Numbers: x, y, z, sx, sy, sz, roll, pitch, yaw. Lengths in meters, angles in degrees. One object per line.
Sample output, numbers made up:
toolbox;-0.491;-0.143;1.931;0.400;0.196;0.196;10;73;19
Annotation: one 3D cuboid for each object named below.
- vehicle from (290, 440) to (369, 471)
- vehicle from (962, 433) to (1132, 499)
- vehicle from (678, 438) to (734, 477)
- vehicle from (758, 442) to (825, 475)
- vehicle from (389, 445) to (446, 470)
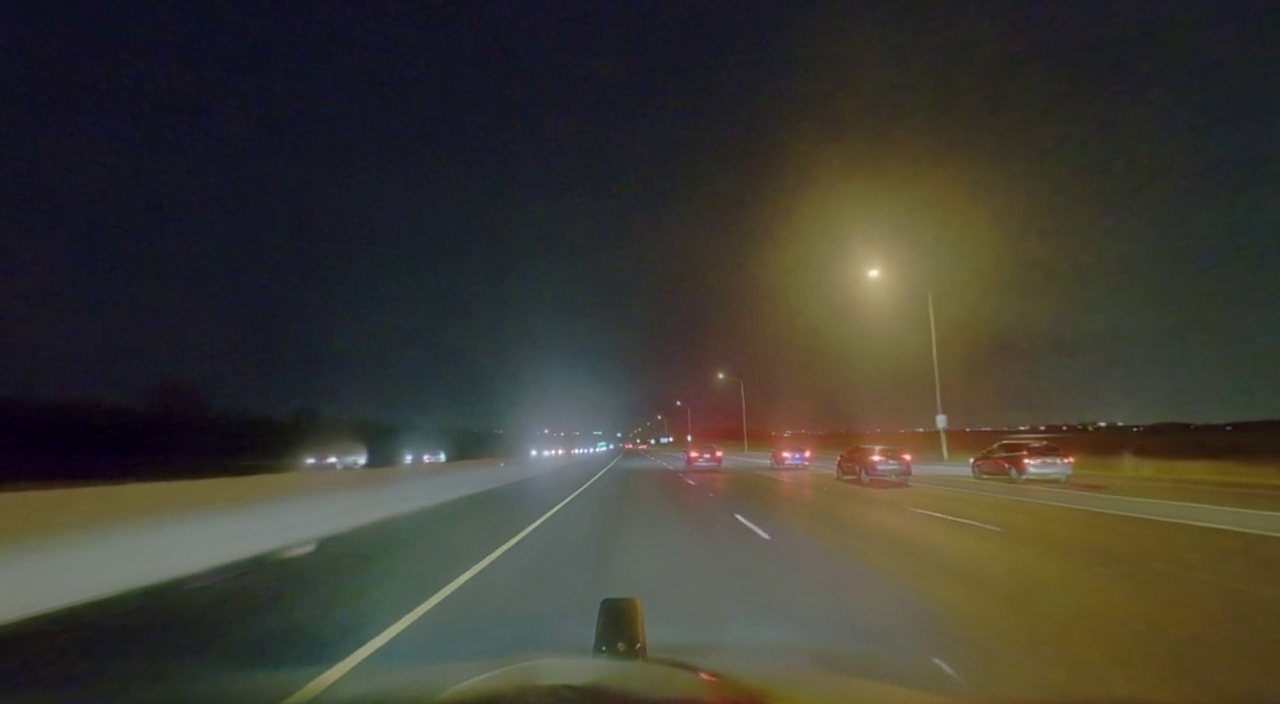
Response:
vehicle;-18.216;6.089;37.398;2.140;1.722;5.002;0;-9;-1
vehicle;10.885;3.064;17.334;1.844;1.560;4.085;0;-9;-1
vehicle;2.949;4.833;29.154;1.977;1.601;4.598;0;-9;-2
vehicle;6.988;4.961;29.625;1.952;1.442;4.259;0;-9;-2
vehicle;-14.246;6.764;40.734;1.939;1.495;4.658;0;-9;0
